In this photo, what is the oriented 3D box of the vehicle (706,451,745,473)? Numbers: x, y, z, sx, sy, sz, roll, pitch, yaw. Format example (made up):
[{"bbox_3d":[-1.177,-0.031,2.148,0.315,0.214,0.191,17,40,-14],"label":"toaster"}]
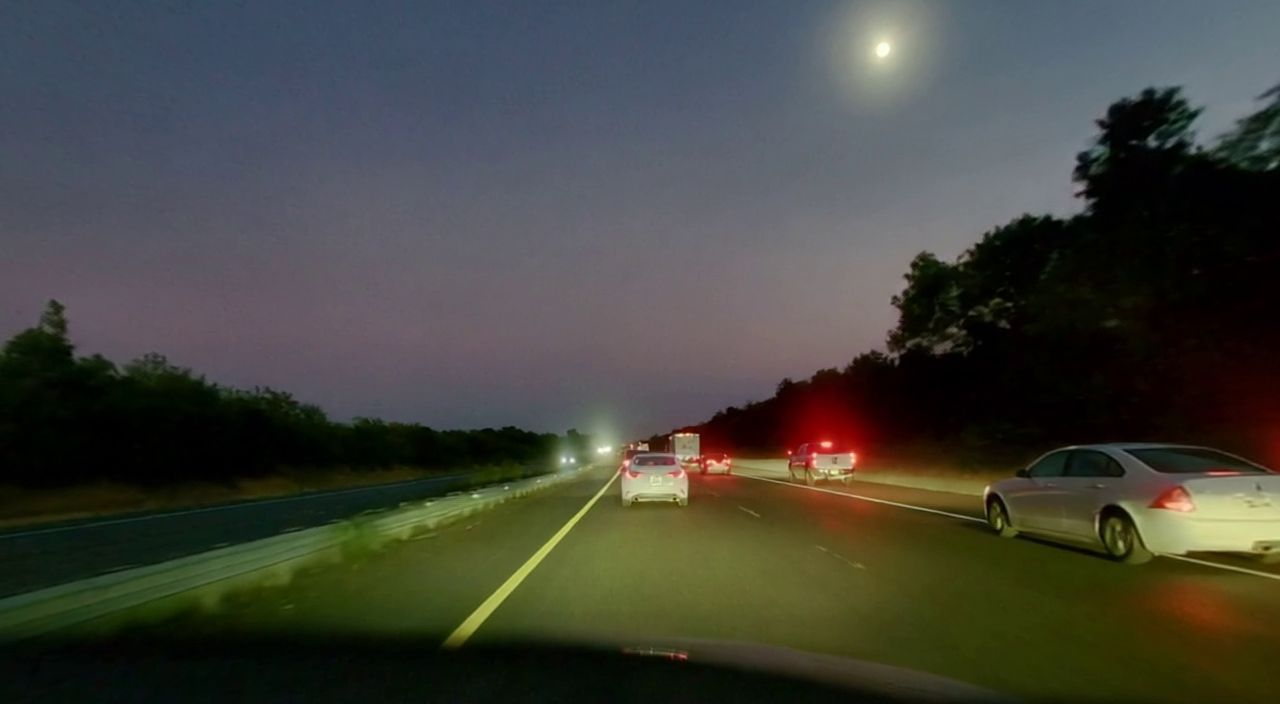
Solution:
[{"bbox_3d":[6.044,7.803,44.945,1.921,1.451,3.841,0,-9,-4],"label":"vehicle"}]

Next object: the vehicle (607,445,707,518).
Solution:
[{"bbox_3d":[0.315,3.003,15.052,2.076,1.485,3.774,0,-9,-1],"label":"vehicle"}]

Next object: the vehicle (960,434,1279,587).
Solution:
[{"bbox_3d":[6.306,1.886,8.304,1.965,1.484,4.090,0,-9,0],"label":"vehicle"}]

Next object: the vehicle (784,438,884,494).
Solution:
[{"bbox_3d":[6.523,3.889,21.794,1.980,1.702,4.235,0,-9,-2],"label":"vehicle"}]
